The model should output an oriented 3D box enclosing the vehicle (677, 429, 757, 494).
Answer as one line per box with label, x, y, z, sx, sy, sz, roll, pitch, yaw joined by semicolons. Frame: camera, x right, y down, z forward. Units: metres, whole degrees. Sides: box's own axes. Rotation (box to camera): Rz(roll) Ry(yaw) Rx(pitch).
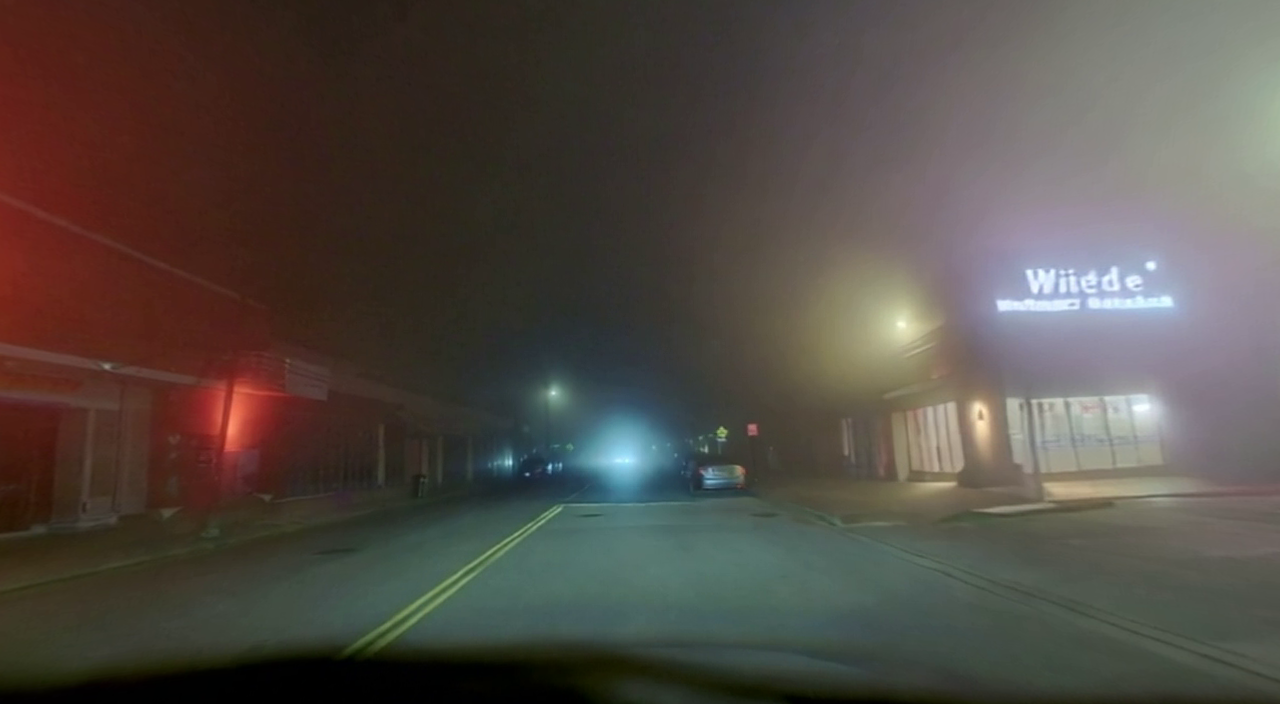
vehicle;2.596;3.868;22.531;2.150;2.013;4.748;0;-9;-1
